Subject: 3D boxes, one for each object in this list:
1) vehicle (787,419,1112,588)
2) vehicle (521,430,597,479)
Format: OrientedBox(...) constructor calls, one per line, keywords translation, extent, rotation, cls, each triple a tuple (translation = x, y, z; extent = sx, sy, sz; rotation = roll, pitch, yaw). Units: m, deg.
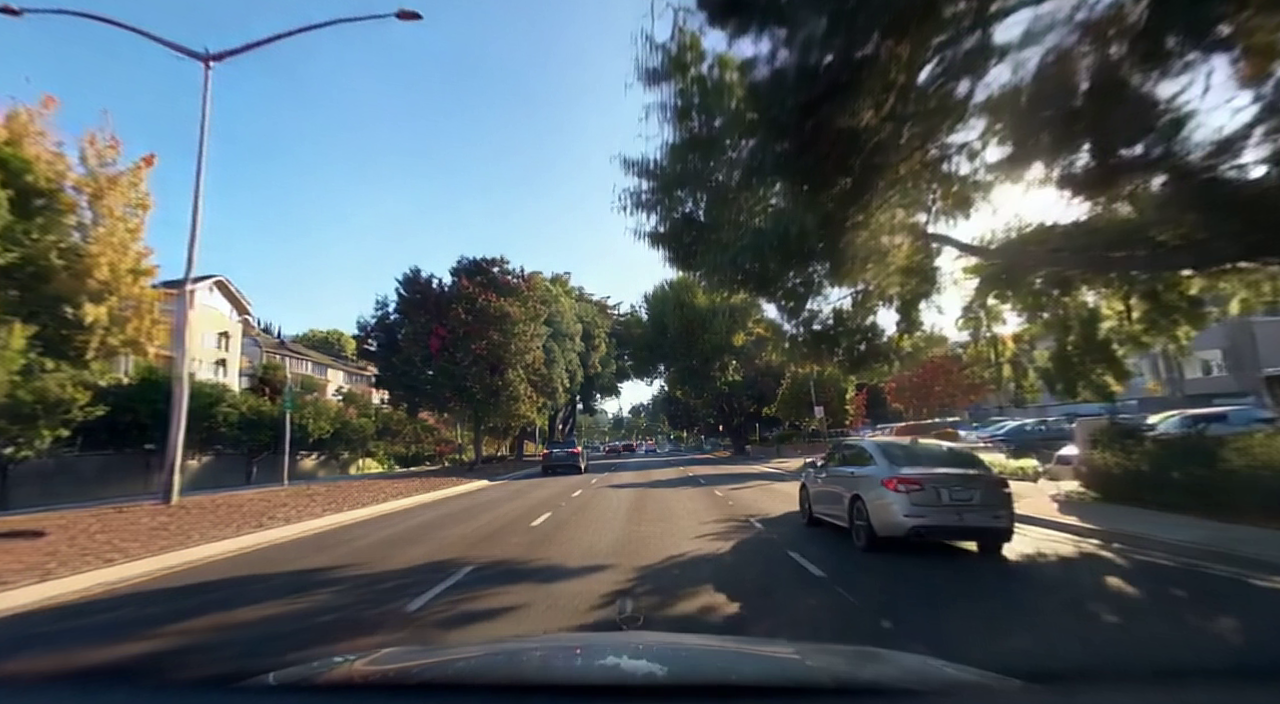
OrientedBox(translation=(3.354, 1.710, 8.009), extent=(1.945, 1.530, 4.320), rotation=(0, -8, 0), cls="vehicle")
OrientedBox(translation=(-3.218, 4.201, 26.177), extent=(2.216, 1.828, 4.886), rotation=(-1, -8, 3), cls="vehicle")
